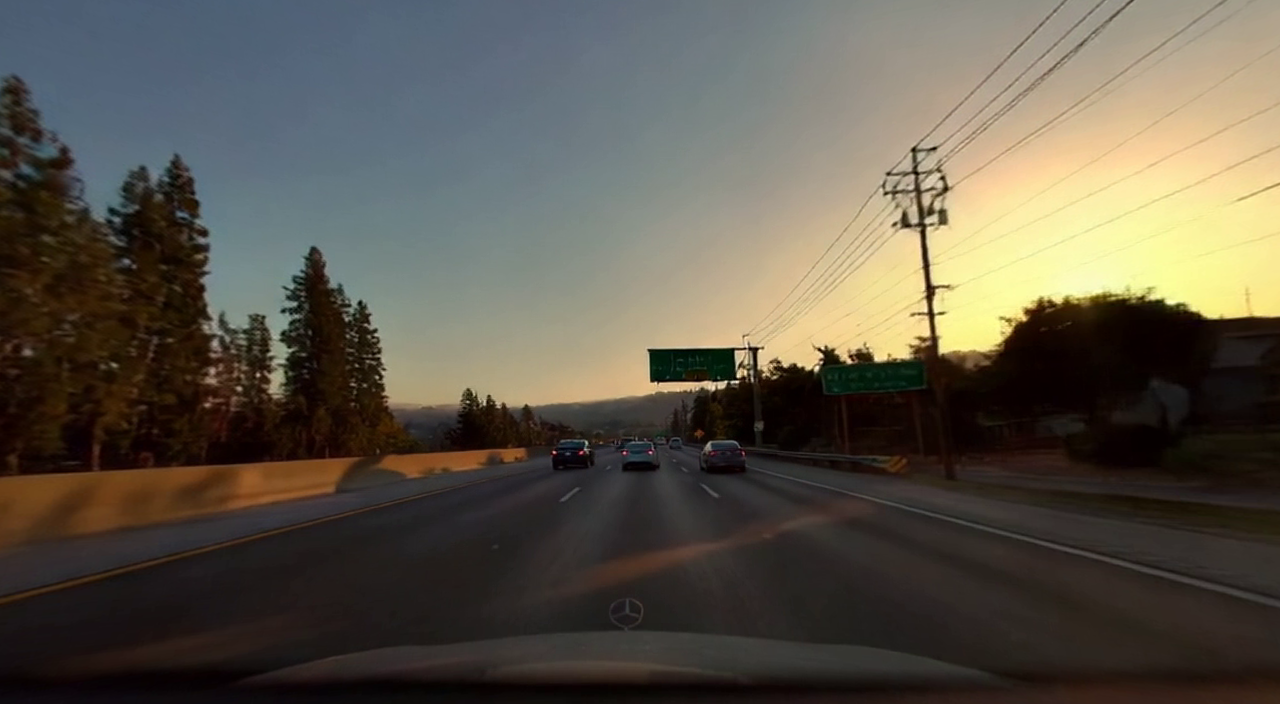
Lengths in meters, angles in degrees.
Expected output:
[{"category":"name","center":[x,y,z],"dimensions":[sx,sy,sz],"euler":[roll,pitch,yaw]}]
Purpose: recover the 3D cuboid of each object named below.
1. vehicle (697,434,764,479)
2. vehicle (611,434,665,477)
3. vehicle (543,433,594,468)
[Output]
[{"category":"vehicle","center":[3.448,4.047,24.694],"dimensions":[1.996,1.579,3.841],"euler":[0,-8,-1]},{"category":"vehicle","center":[-0.059,4.230,26.120],"dimensions":[2.049,1.620,4.153],"euler":[0,-8,1]},{"category":"vehicle","center":[-3.857,5.430,34.904],"dimensions":[2.217,1.773,4.553],"euler":[0,-8,1]}]
